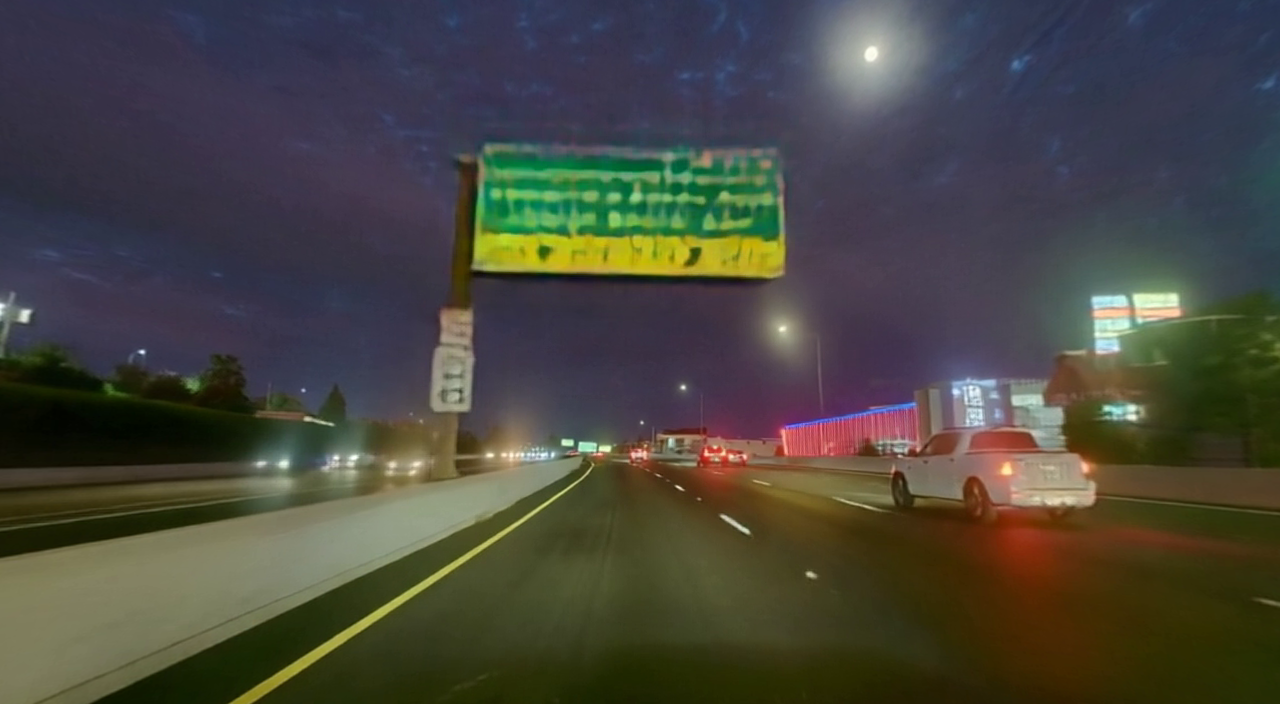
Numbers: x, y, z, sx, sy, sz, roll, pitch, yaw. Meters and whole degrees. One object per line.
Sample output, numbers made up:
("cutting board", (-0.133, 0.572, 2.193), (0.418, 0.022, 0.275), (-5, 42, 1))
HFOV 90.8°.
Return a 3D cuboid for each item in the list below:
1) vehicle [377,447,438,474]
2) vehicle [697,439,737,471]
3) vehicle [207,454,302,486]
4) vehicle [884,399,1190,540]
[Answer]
("vehicle", (-13.775, 6.509, 37.663), (2.025, 1.259, 3.954), (4, -12, 1))
("vehicle", (5.568, 7.556, 46.477), (2.043, 2.154, 4.731), (0, -9, -4))
("vehicle", (-17.208, 5.259, 28.463), (1.537, 1.262, 4.550), (0, -9, -2))
("vehicle", (6.546, 2.022, 11.412), (2.181, 1.952, 4.973), (0, -9, -1))
